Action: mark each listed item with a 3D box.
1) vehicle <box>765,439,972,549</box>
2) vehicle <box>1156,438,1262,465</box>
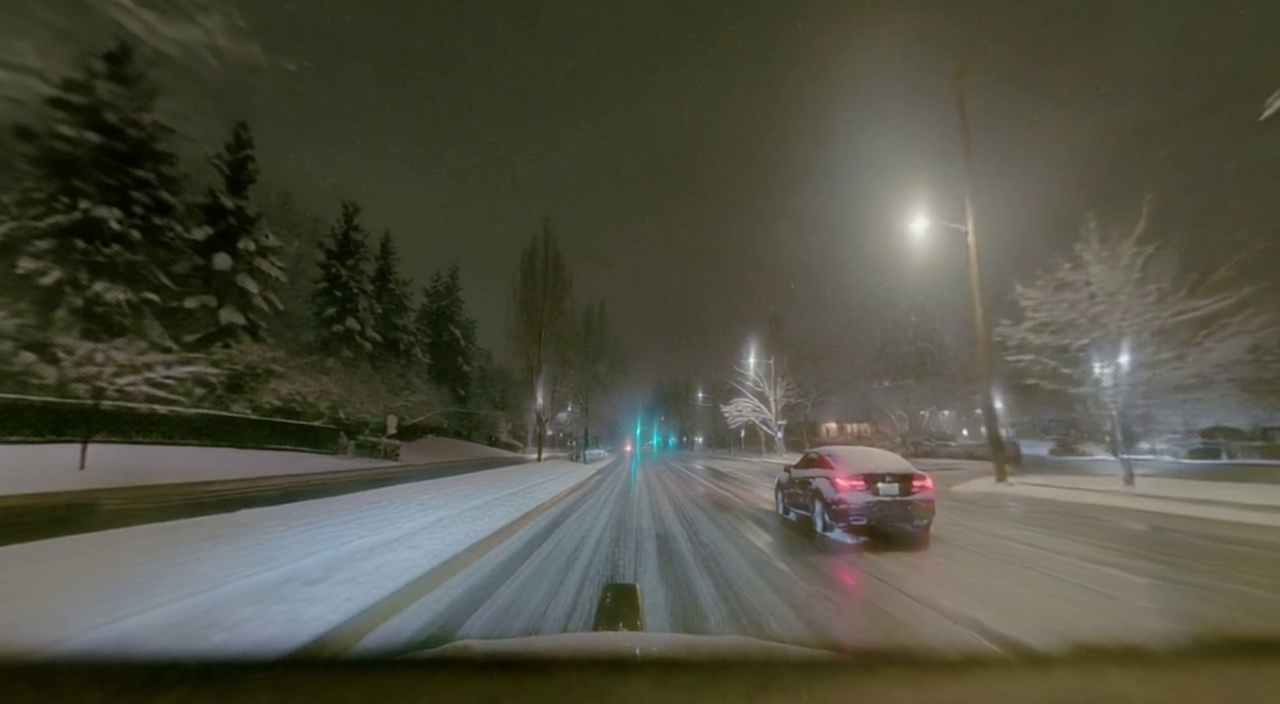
[{"bbox_3d":[3.483,2.226,10.581,1.852,1.453,4.083,0,-9,-1],"label":"vehicle"},{"bbox_3d":[41.099,7.192,45.743,5.347,1.882,2.307,0,-9,0],"label":"vehicle"}]
